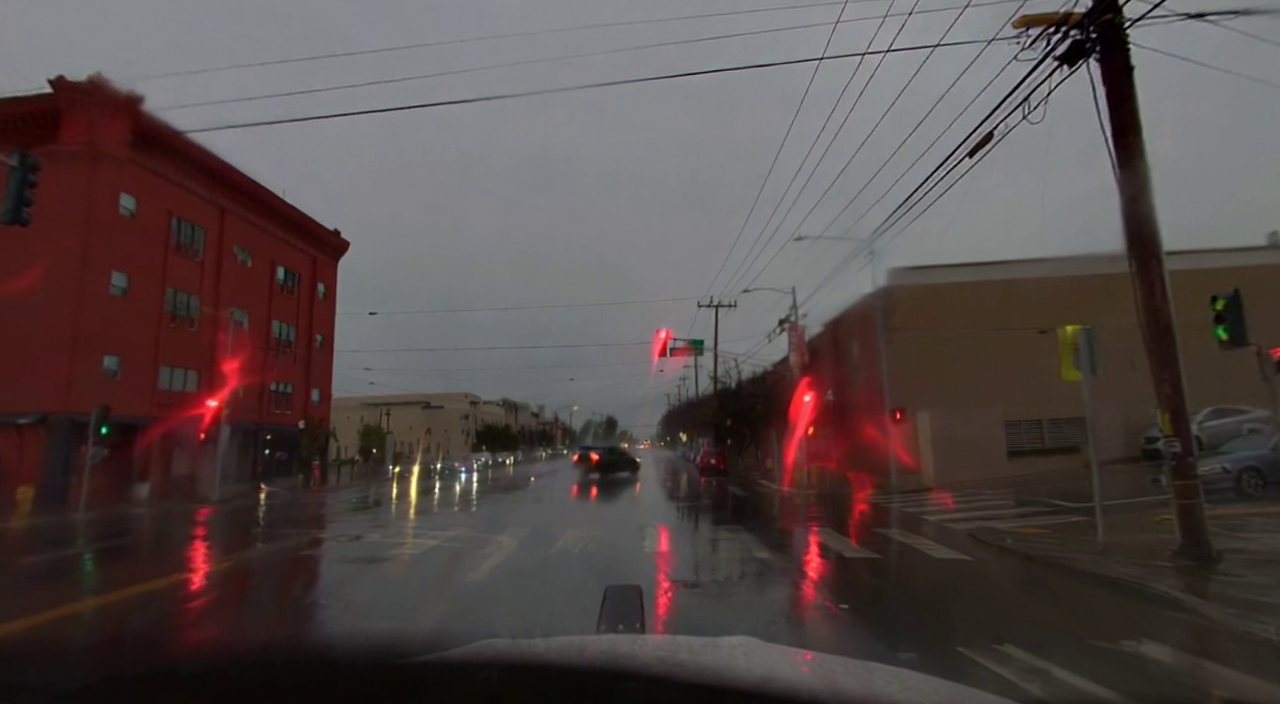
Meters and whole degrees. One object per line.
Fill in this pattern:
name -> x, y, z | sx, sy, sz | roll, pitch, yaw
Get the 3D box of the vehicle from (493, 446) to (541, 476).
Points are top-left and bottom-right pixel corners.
vehicle -> -8.233, 7.322, 42.621 | 2.096, 1.830, 4.752 | 0, -9, 2

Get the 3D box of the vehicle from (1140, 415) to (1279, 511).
vehicle -> 12.659, 2.199, 12.767 | 3.234, 1.746, 1.941 | -2, -10, 1

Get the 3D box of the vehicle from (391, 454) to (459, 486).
vehicle -> -12.029, 6.608, 35.596 | 1.943, 1.574, 4.727 | 0, -9, 3

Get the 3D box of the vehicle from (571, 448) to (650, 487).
vehicle -> -1.311, 5.422, 29.963 | 2.120, 1.650, 4.525 | -3, -9, 20

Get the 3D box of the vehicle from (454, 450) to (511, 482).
vehicle -> -8.721, 6.329, 35.295 | 2.020, 1.672, 3.842 | 0, -9, 3
